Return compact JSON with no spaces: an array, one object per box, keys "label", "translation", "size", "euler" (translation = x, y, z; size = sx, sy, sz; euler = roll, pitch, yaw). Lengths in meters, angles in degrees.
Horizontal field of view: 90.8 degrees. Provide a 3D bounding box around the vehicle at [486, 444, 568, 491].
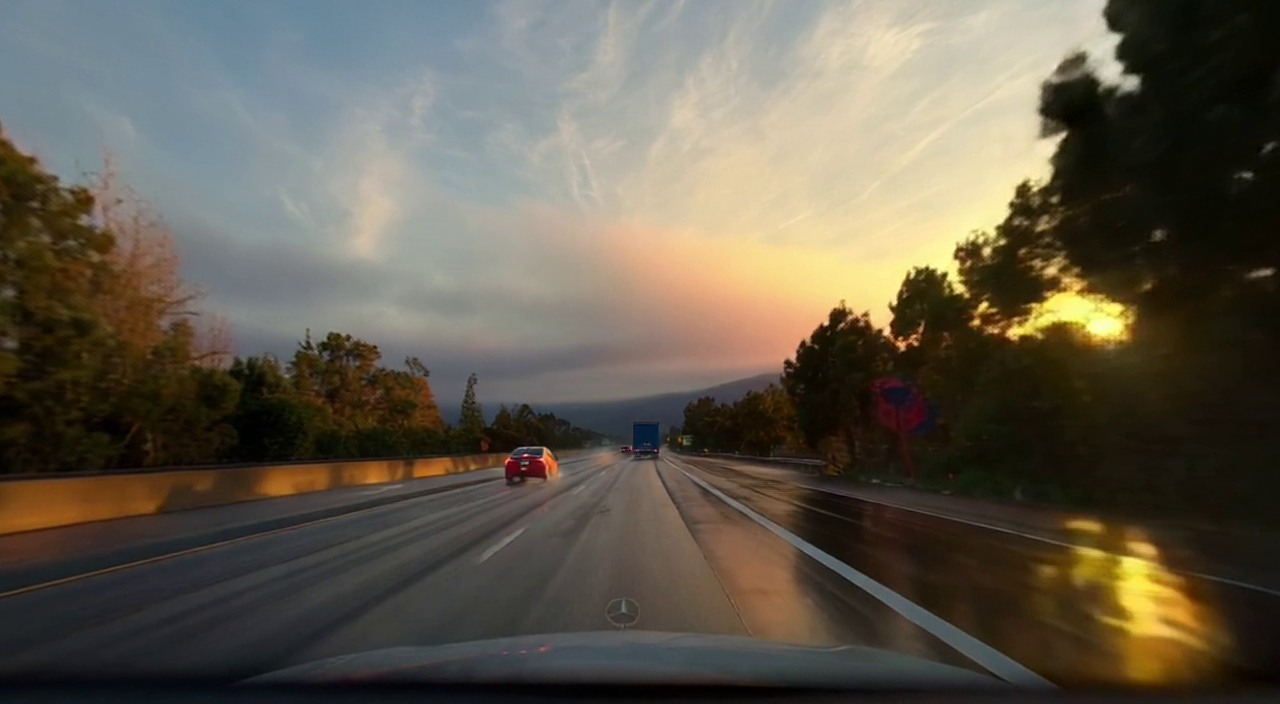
[{"label":"vehicle","translation":[-3.970,4.163,23.110],"size":[1.999,1.533,4.870],"euler":[-1,-9,1]}]
